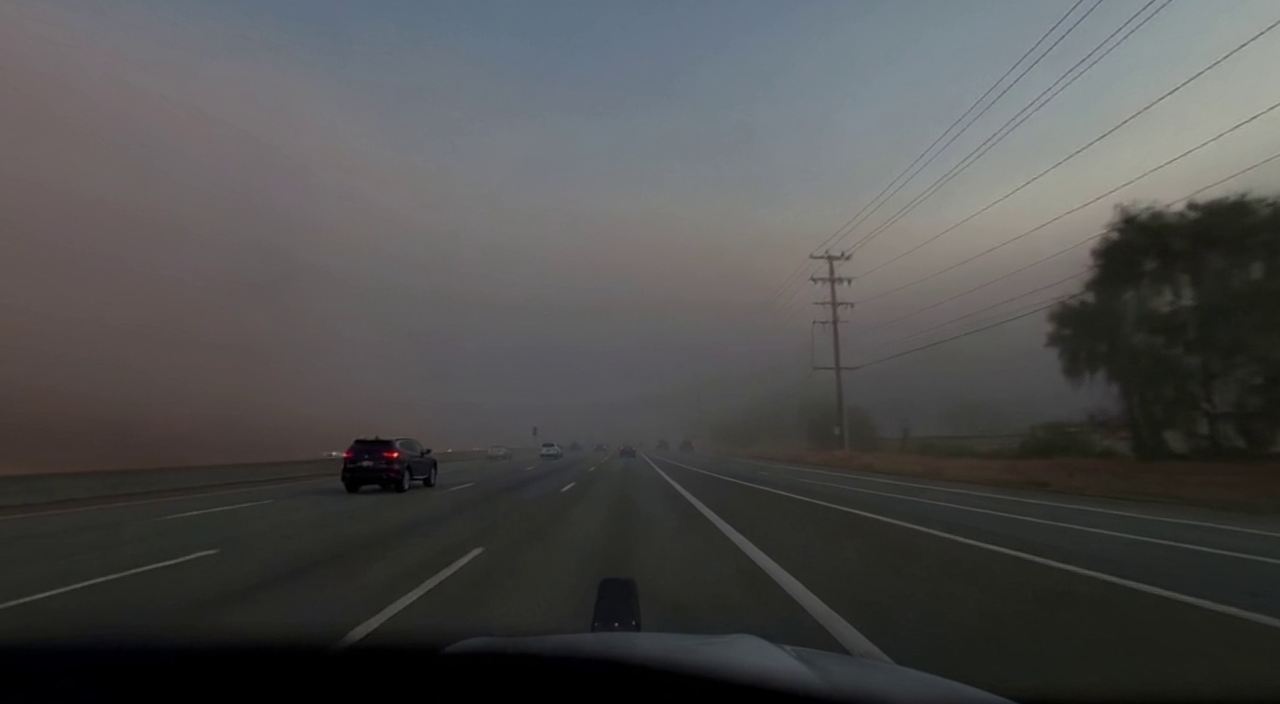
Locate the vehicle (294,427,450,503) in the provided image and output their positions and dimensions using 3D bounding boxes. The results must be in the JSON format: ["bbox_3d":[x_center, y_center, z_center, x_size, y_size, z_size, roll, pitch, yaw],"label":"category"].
[{"bbox_3d":[-7.205,3.101,17.797,2.115,1.799,5.444,0,-9,-1],"label":"vehicle"}]
